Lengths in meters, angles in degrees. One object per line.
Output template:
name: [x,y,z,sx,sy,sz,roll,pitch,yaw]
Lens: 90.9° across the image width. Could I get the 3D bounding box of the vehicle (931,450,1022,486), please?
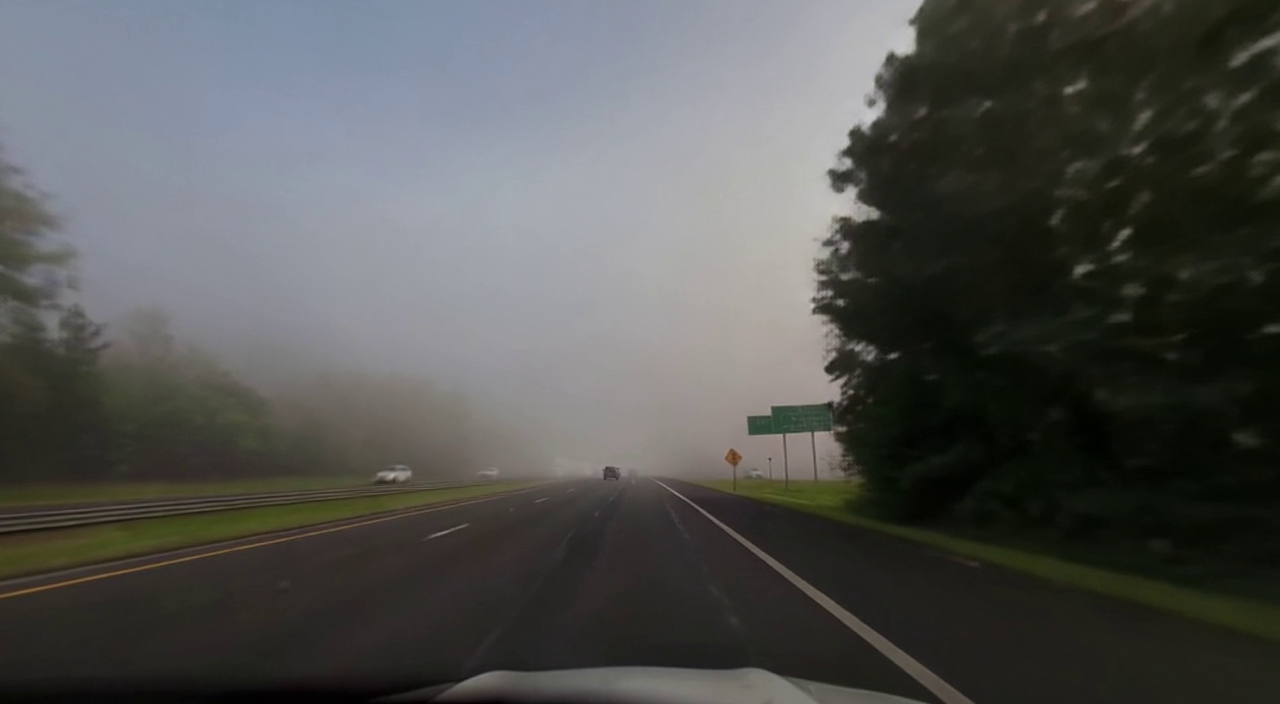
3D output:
vehicle: [16.157,5.624,30.521,1.973,1.540,3.978,2,-11,-4]
